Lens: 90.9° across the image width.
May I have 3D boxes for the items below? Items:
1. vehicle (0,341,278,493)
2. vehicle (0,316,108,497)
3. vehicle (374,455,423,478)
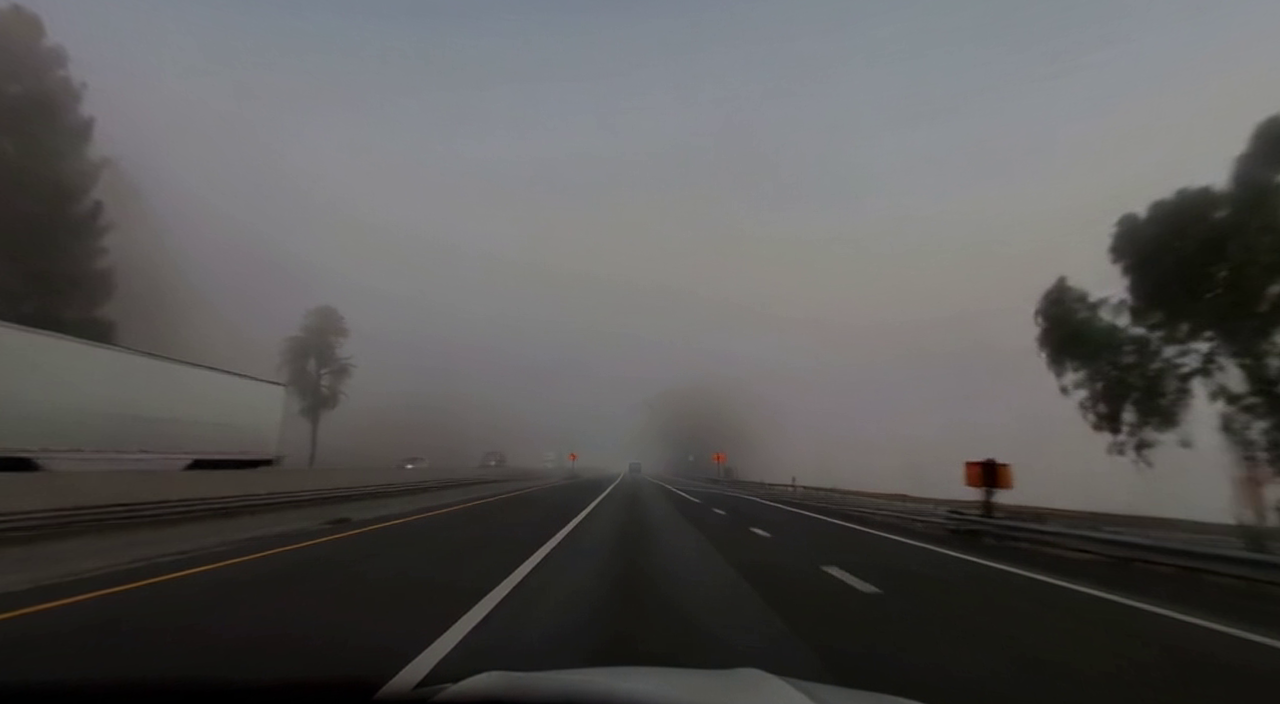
[{"bbox_3d":[-16.005,2.435,20.846,2.919,4.001,8.297,1,-10,0],"label":"vehicle"},{"bbox_3d":[-15.807,0.730,11.543,2.974,3.982,10.261,1,-10,0],"label":"vehicle"},{"bbox_3d":[-16.492,7.874,43.243,1.780,1.458,3.948,1,-10,0],"label":"vehicle"}]
